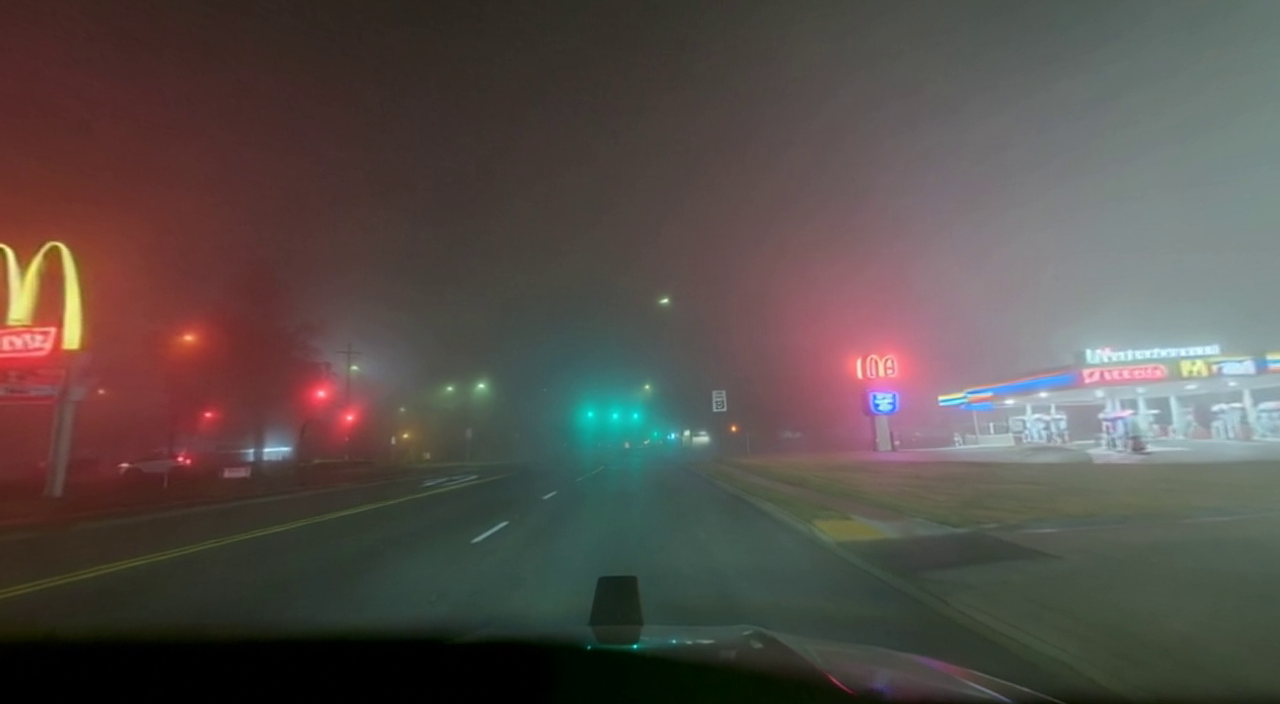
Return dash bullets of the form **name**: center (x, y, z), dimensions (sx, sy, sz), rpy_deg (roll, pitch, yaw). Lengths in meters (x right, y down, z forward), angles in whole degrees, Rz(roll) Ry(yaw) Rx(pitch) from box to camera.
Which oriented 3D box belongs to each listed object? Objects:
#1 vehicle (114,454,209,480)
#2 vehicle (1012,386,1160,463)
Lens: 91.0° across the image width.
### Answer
- **vehicle**: center (-29.096, 6.963, 38.366), dimensions (4.420, 1.445, 1.954), rpy_deg (7, -11, -37)
- **vehicle**: center (15.939, 2.662, 22.402), dimensions (5.529, 2.395, 2.399), rpy_deg (6, -10, -35)
